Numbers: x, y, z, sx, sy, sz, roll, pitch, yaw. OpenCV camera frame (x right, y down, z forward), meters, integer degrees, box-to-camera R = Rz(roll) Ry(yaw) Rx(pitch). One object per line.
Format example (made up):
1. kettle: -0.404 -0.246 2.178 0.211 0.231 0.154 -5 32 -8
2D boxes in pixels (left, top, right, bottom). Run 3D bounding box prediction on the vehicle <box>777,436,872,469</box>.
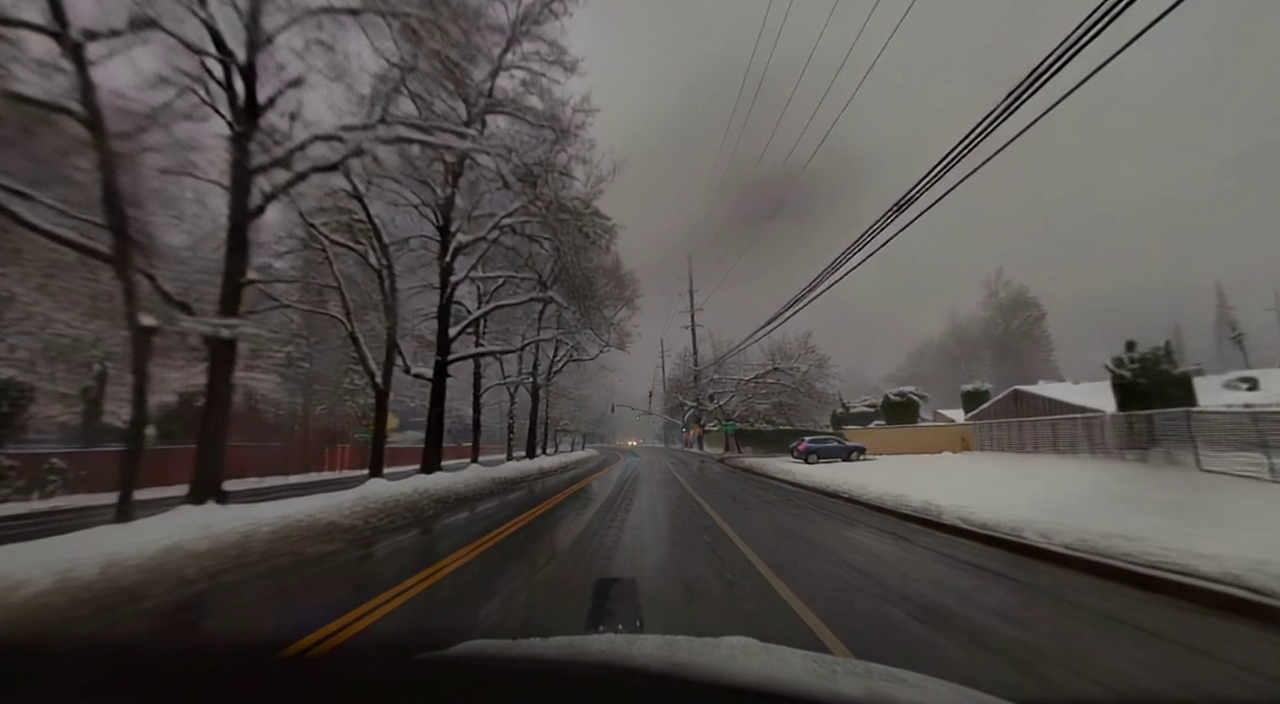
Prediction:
1. vehicle: 9.778 5.350 33.695 4.387 1.680 1.958 1 -9 -4
